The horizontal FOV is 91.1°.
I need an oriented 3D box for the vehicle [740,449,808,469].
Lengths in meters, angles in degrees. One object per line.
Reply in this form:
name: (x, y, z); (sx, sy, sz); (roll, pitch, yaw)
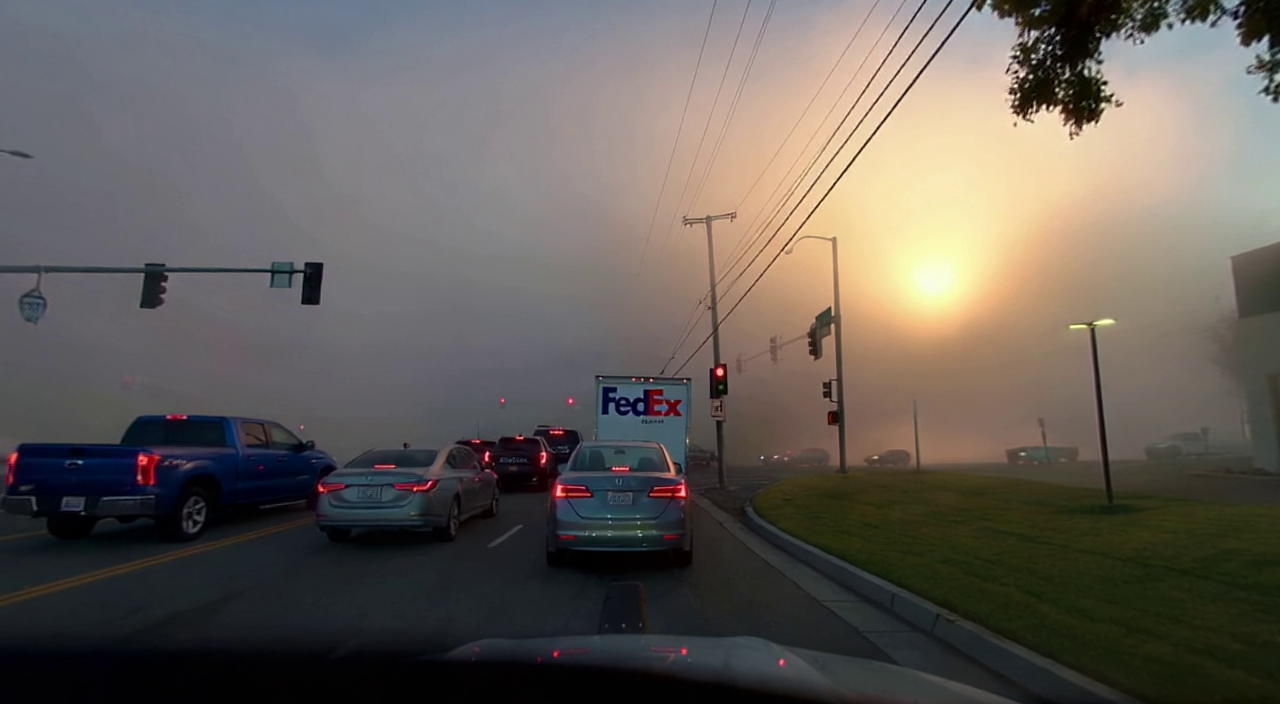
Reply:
vehicle: (10.354, 8.281, 48.669); (4.841, 1.494, 1.829); (1, -9, -5)

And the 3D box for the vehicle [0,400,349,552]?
vehicle: (-7.278, 1.979, 10.740); (2.125, 1.893, 5.498); (0, -9, -2)

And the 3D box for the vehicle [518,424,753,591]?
vehicle: (-0.040, 1.748, 7.944); (2.145, 1.513, 4.269); (0, -9, 0)

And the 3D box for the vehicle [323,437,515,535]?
vehicle: (-3.864, 2.402, 11.942); (1.949, 1.487, 4.390); (0, -9, 1)
